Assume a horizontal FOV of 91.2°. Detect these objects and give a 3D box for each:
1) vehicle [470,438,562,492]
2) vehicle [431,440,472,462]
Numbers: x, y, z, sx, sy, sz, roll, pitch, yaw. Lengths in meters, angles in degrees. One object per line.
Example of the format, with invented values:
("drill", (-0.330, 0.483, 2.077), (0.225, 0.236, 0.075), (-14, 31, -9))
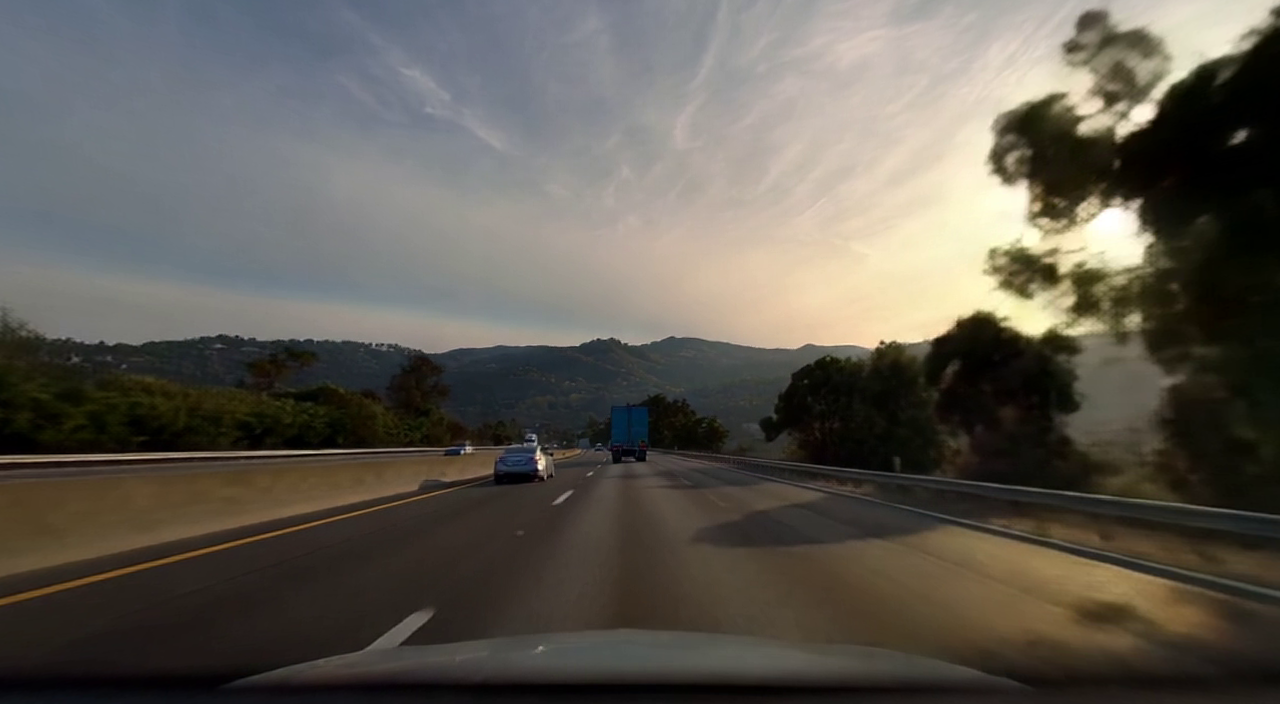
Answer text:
("vehicle", (-3.878, 3.628, 20.432), (2.057, 1.519, 4.372), (0, -9, 1))
("vehicle", (-13.737, 7.266, 45.917), (1.815, 1.494, 4.002), (0, -9, 0))
